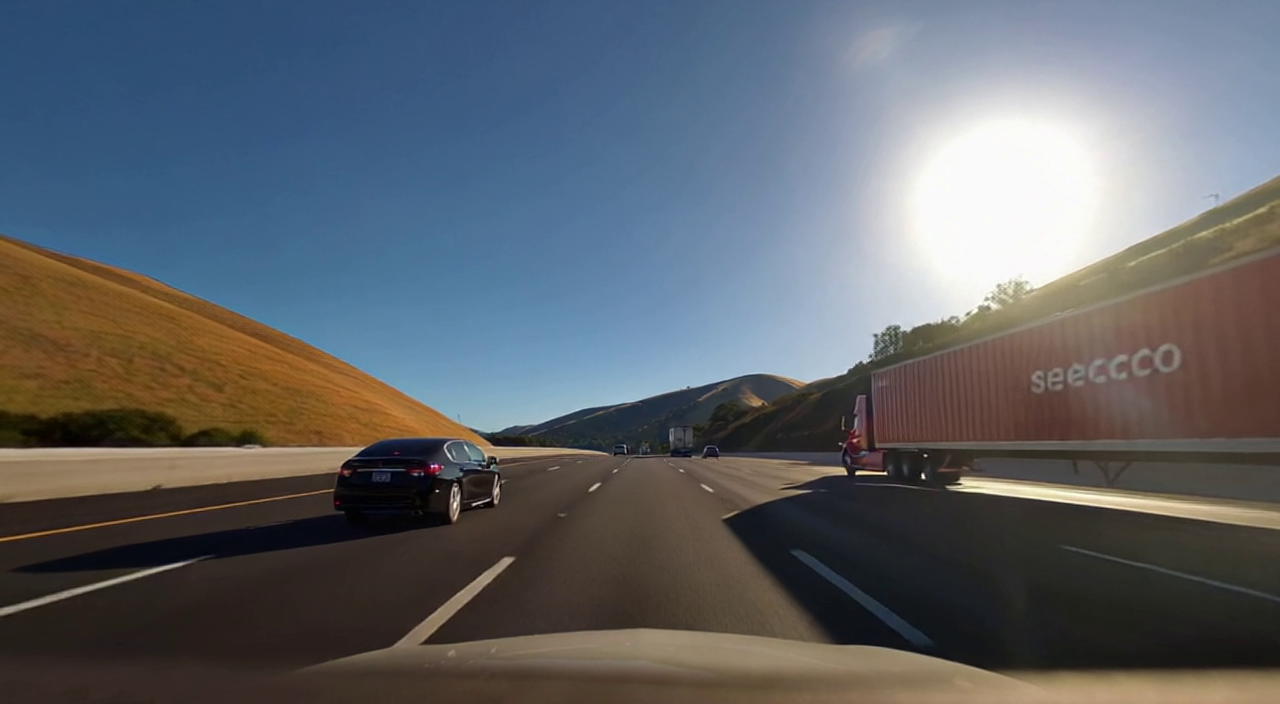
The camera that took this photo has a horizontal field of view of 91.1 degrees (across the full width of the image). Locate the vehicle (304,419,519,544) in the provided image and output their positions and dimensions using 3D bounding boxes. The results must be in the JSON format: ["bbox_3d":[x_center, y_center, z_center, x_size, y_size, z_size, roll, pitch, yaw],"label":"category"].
[{"bbox_3d":[-3.348,1.978,10.167,1.967,1.615,3.886,0,-8,1],"label":"vehicle"}]

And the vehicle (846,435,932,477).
[{"bbox_3d":[11.234,4.730,28.727,2.062,1.736,4.589,0,-8,0],"label":"vehicle"}]

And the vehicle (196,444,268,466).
[{"bbox_3d":[-29.296,7.399,45.256,1.932,1.497,4.792,0,-8,1],"label":"vehicle"}]
